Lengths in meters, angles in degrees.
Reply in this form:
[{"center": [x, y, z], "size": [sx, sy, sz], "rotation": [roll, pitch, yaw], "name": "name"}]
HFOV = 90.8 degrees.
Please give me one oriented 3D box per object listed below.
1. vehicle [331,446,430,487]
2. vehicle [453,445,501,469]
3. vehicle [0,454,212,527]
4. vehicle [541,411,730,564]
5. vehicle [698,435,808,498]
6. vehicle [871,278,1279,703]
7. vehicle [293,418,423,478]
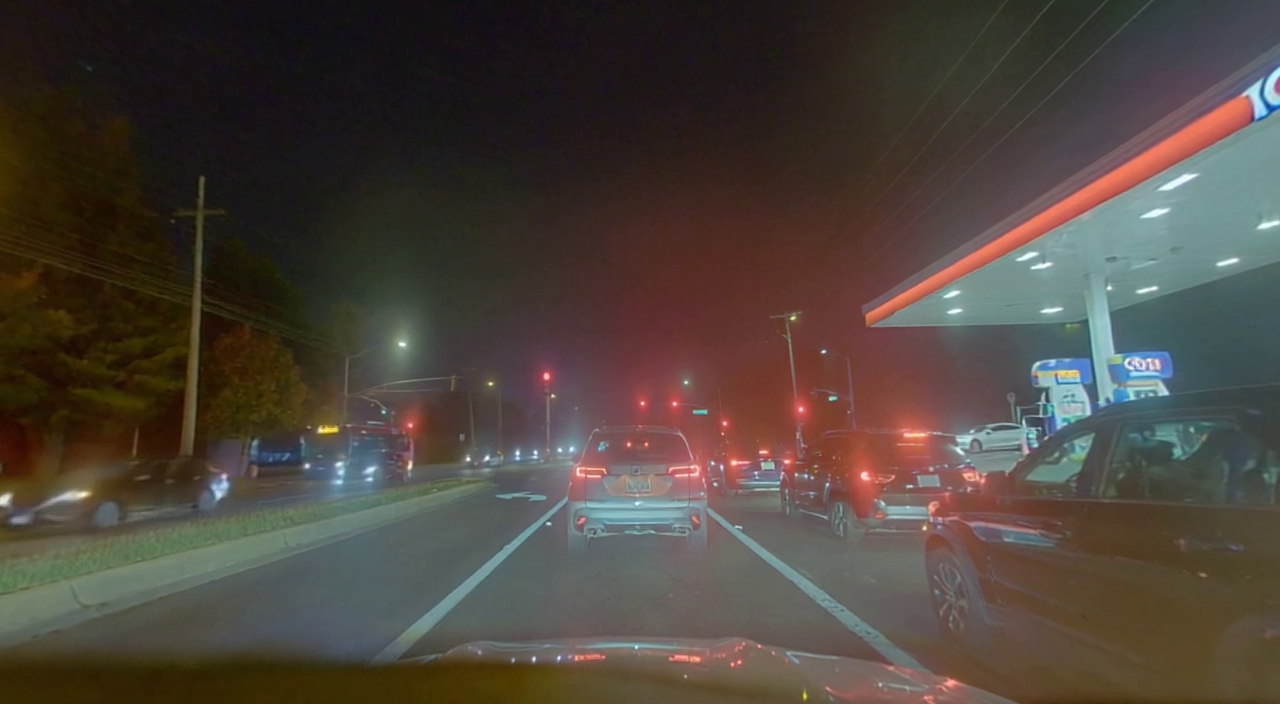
[{"center": [-10.486, 4.628, 25.975], "size": [2.030, 1.498, 4.690], "rotation": [0, -9, 0], "name": "vehicle"}, {"center": [-10.798, 6.989, 42.210], "size": [1.976, 1.483, 4.630], "rotation": [0, -9, 0], "name": "vehicle"}, {"center": [-13.411, 3.350, 15.932], "size": [1.967, 1.486, 4.701], "rotation": [0, -9, 0], "name": "vehicle"}, {"center": [-0.102, 1.810, 9.112], "size": [2.087, 1.677, 4.053], "rotation": [0, -9, -1], "name": "vehicle"}, {"center": [2.889, 3.051, 17.254], "size": [2.040, 1.481, 4.407], "rotation": [0, -9, -2], "name": "vehicle"}, {"center": [3.093, 0.863, 3.330], "size": [2.049, 1.813, 4.245], "rotation": [0, -9, -1], "name": "vehicle"}, {"center": [-18.607, 6.525, 43.139], "size": [3.010, 3.475, 12.655], "rotation": [0, -9, 0], "name": "vehicle"}]
